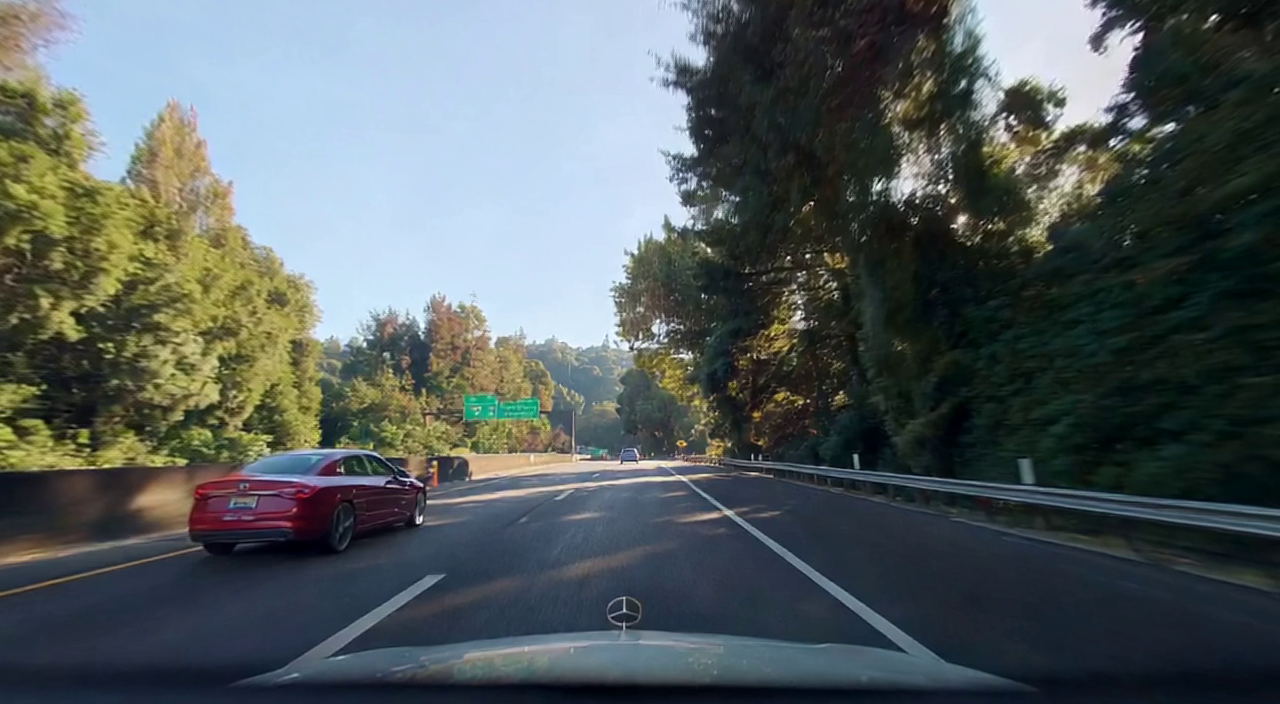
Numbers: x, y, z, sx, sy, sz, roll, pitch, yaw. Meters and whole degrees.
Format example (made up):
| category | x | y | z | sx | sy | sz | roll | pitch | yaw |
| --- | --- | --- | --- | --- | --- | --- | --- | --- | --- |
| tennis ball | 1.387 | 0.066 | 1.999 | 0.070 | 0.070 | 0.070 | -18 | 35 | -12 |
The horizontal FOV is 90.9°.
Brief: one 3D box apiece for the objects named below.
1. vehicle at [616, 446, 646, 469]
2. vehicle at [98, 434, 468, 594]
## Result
| category | x | y | z | sx | sy | sz | roll | pitch | yaw |
| --- | --- | --- | --- | --- | --- | --- | --- | --- | --- |
| vehicle | -0.632 | 7.539 | 45.253 | 2.011 | 1.590 | 3.607 | 0 | -9 | 0 |
| vehicle | -3.994 | 1.876 | 8.283 | 2.157 | 1.483 | 4.601 | 0 | -9 | 0 |
